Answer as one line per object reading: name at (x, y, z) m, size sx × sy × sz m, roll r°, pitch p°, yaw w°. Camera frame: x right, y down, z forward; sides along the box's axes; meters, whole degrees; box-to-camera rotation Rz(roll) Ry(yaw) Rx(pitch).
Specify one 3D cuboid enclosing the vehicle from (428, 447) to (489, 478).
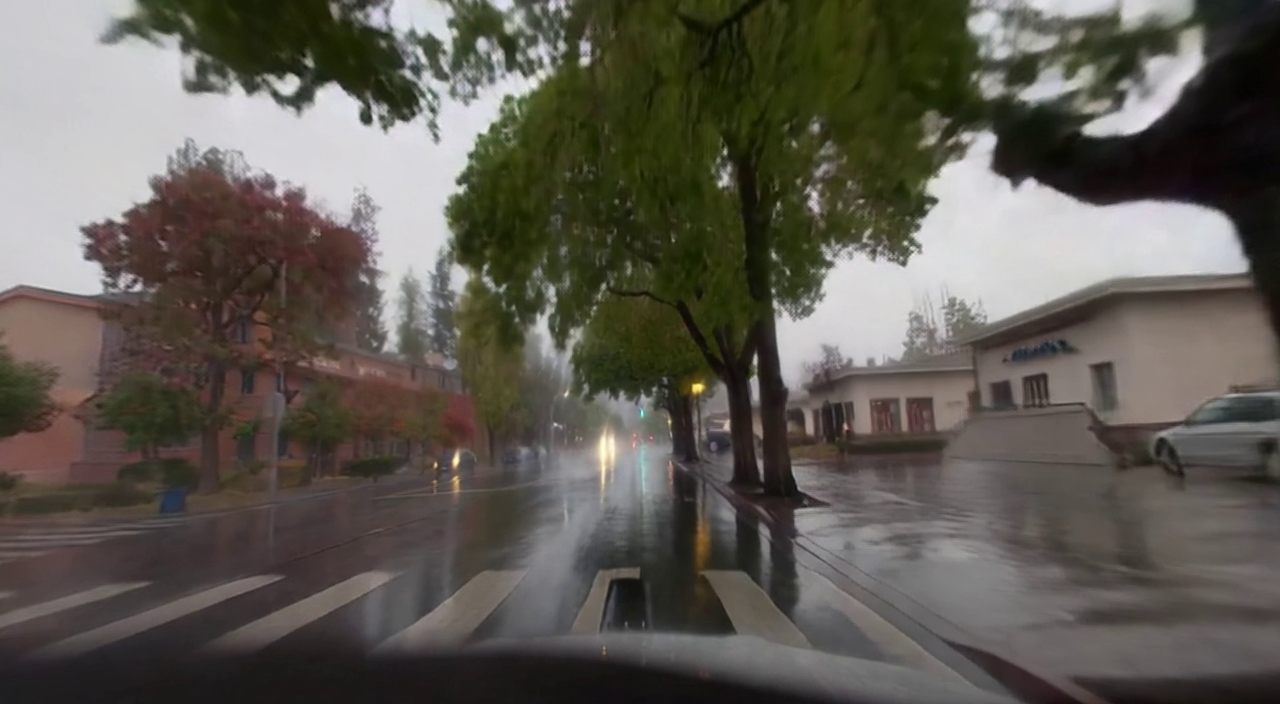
vehicle at (-9.830, 5.986, 34.504) m, size 1.892 × 1.484 × 4.576 m, roll 0°, pitch -8°, yaw 2°
